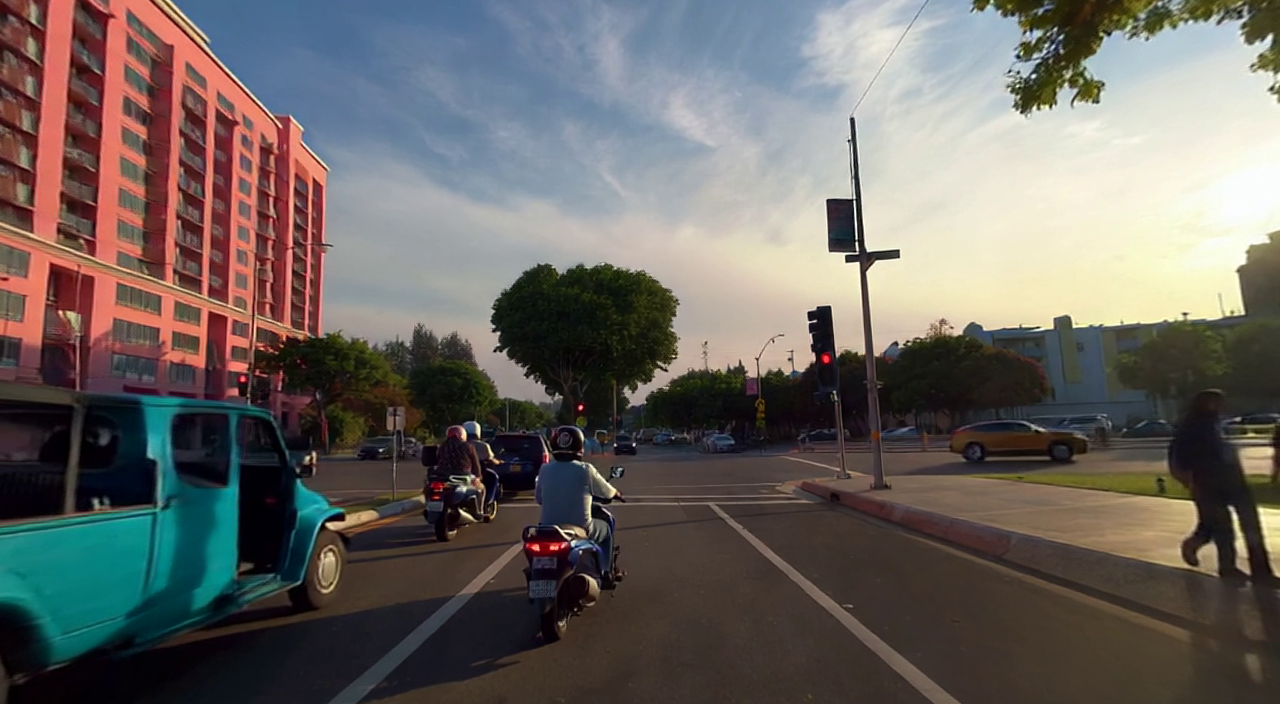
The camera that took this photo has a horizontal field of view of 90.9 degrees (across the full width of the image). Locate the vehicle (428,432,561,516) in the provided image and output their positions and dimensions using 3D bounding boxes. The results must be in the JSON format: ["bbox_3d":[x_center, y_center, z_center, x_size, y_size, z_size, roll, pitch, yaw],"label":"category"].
[{"bbox_3d":[-3.117,2.701,14.444,1.935,1.615,4.073,-1,-9,2],"label":"vehicle"}]

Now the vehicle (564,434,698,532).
[{"bbox_3d":[-0.104,2.294,11.625,2.025,1.458,4.085,-1,-9,1],"label":"vehicle"}]

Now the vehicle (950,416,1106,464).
[{"bbox_3d":[15.926,3.696,26.276,5.226,1.840,2.016,-5,-10,27],"label":"vehicle"}]

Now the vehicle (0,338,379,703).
[{"bbox_3d":[-3.595,1.035,3.718,2.000,1.809,4.855,0,-9,0],"label":"vehicle"}]
